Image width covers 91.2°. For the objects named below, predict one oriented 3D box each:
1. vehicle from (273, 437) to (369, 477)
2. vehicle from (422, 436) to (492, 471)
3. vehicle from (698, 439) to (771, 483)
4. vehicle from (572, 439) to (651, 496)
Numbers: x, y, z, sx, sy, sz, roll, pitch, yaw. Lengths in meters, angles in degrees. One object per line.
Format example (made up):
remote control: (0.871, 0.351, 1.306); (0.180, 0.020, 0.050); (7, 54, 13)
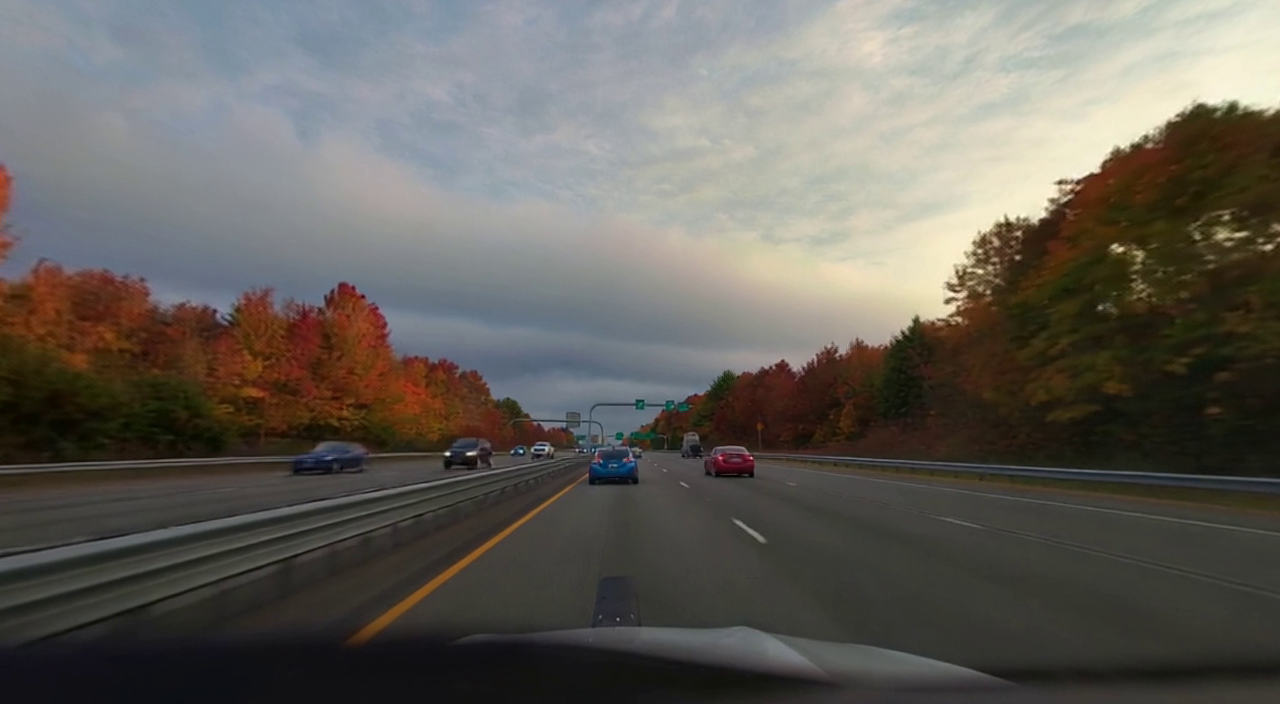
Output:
vehicle: (-13.443, 4.457, 26.725); (1.904, 1.533, 4.151); (0, -9, -1)
vehicle: (-9.436, 5.297, 32.814); (2.285, 1.652, 4.883); (0, -9, -1)
vehicle: (3.711, 4.407, 25.507); (2.300, 1.595, 4.144); (-1, -9, 0)
vehicle: (-0.789, 3.452, 19.102); (2.128, 1.516, 4.410); (0, -9, -1)
